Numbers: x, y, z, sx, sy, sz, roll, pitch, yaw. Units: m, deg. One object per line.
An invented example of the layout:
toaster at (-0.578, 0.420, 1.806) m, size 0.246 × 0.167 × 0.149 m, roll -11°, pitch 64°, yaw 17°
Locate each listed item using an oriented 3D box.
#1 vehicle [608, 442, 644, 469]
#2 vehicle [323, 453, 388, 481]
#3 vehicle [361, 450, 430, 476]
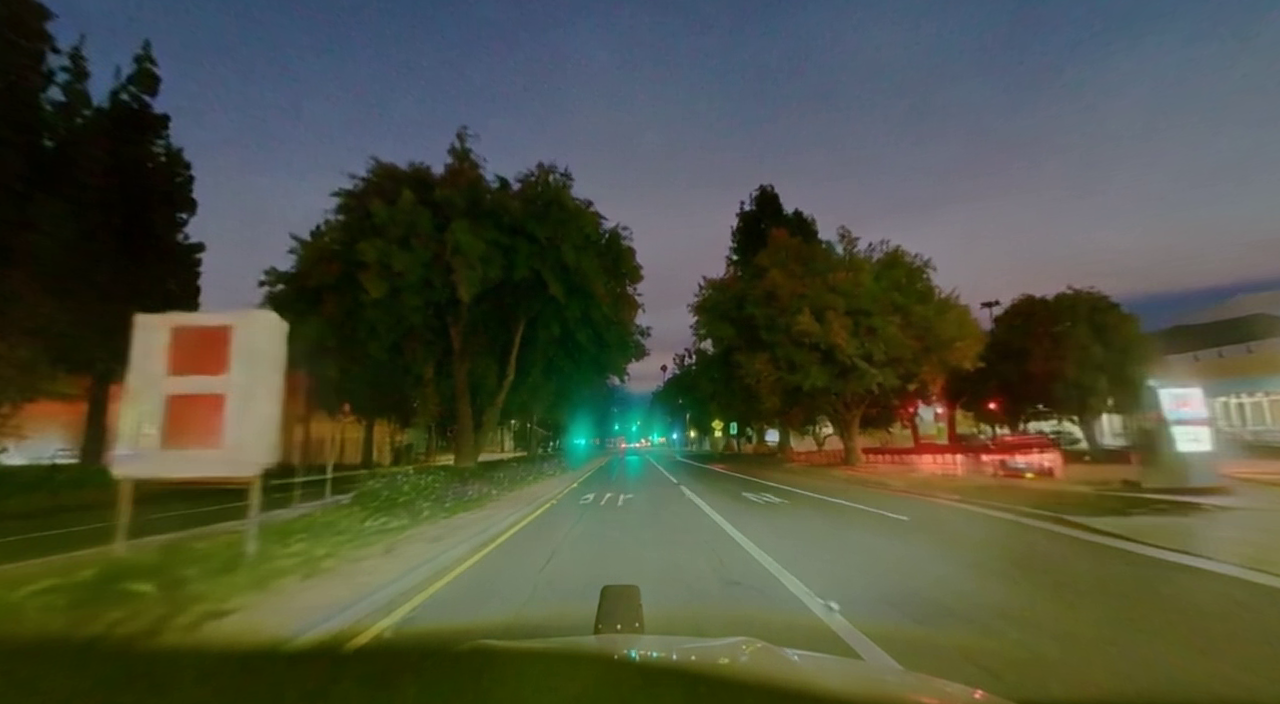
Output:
vehicle at (-0.875, 6.201, 37.914) m, size 2.045 × 1.510 × 3.690 m, roll 0°, pitch -9°, yaw -2°
vehicle at (-16.135, 6.528, 36.081) m, size 1.792 × 1.413 × 4.452 m, roll 0°, pitch -9°, yaw -2°
vehicle at (-15.921, 7.264, 41.514) m, size 2.098 × 1.524 × 5.102 m, roll -1°, pitch -9°, yaw 6°
